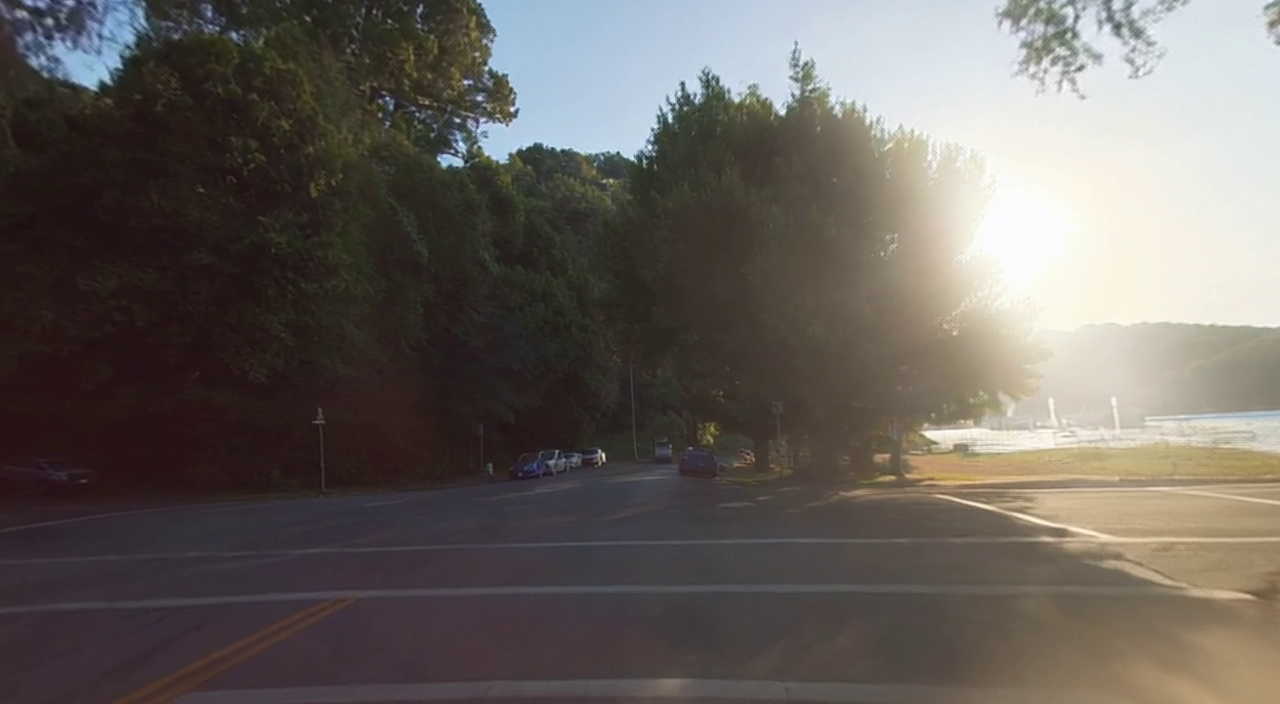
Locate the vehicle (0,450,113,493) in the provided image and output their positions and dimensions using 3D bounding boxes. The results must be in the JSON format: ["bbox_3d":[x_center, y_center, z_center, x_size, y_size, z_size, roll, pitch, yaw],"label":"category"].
[{"bbox_3d":[-26.781,5.313,28.265,4.986,1.796,2.066,-2,-8,14],"label":"vehicle"}]

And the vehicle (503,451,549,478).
[{"bbox_3d":[-6.882,6.833,38.523,2.102,1.507,4.049,0,-8,-1],"label":"vehicle"}]

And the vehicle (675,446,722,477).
[{"bbox_3d":[2.952,5.661,32.885,2.051,1.461,4.100,0,-8,0],"label":"vehicle"}]
